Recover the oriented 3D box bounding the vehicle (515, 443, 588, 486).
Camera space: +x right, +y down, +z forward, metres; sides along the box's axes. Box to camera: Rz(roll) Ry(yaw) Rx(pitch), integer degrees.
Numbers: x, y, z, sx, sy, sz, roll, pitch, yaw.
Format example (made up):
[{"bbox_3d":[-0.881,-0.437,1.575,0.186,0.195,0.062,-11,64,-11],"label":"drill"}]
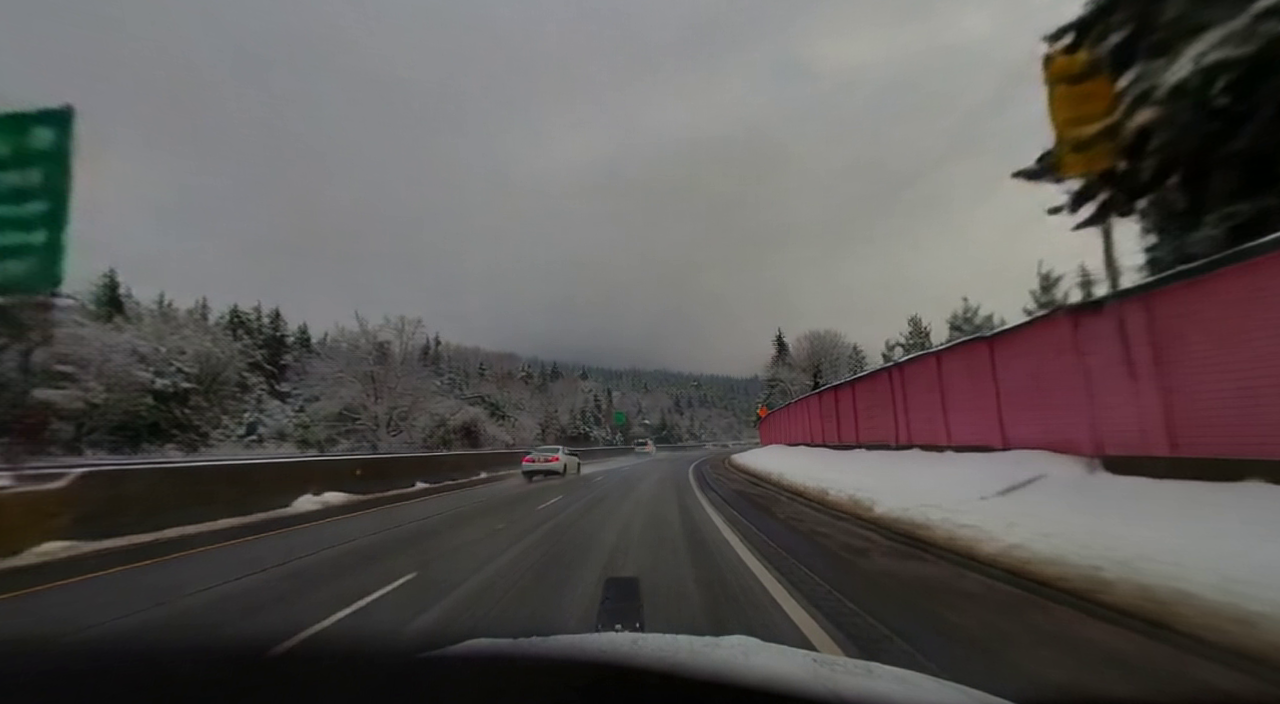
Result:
[{"bbox_3d":[-3.137,4.082,23.206,1.746,1.405,4.339,-1,-9,4],"label":"vehicle"}]
